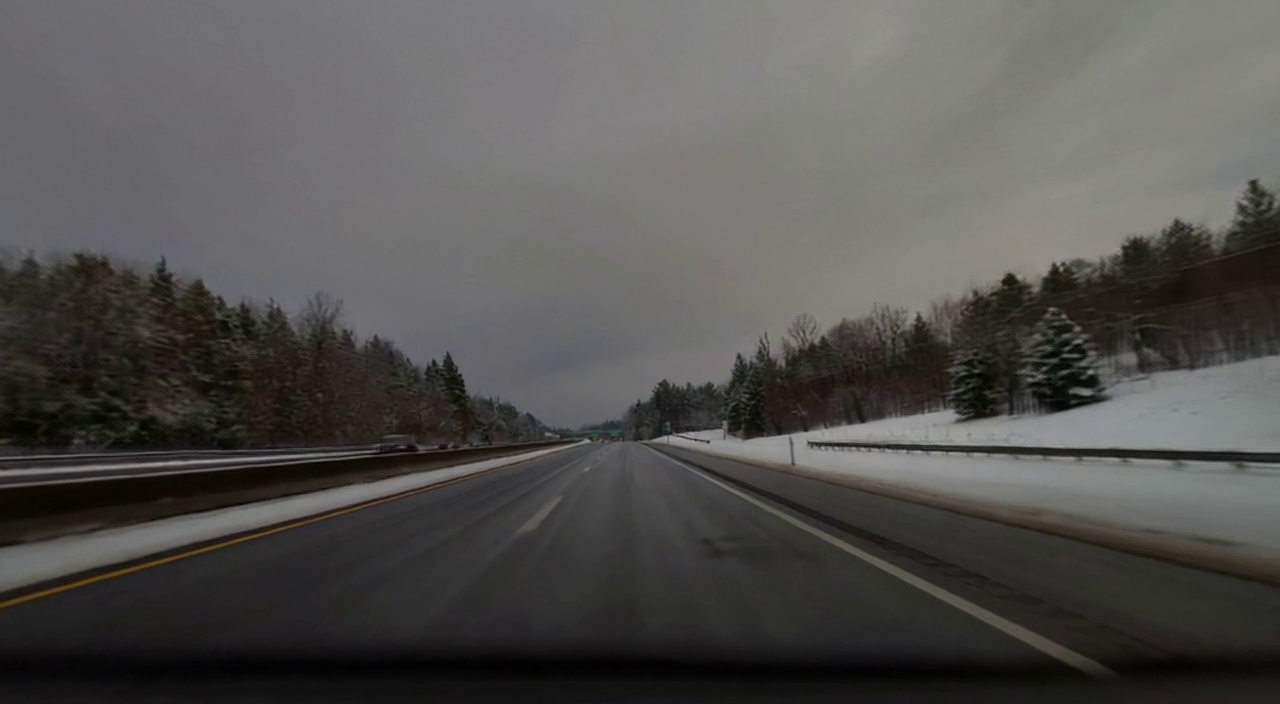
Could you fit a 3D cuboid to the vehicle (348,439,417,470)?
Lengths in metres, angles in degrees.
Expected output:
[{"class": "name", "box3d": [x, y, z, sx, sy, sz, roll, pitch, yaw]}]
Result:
[{"class": "vehicle", "box3d": [-13.243, 5.260, 32.661, 1.873, 1.455, 4.199, 0, -8, -1]}]
